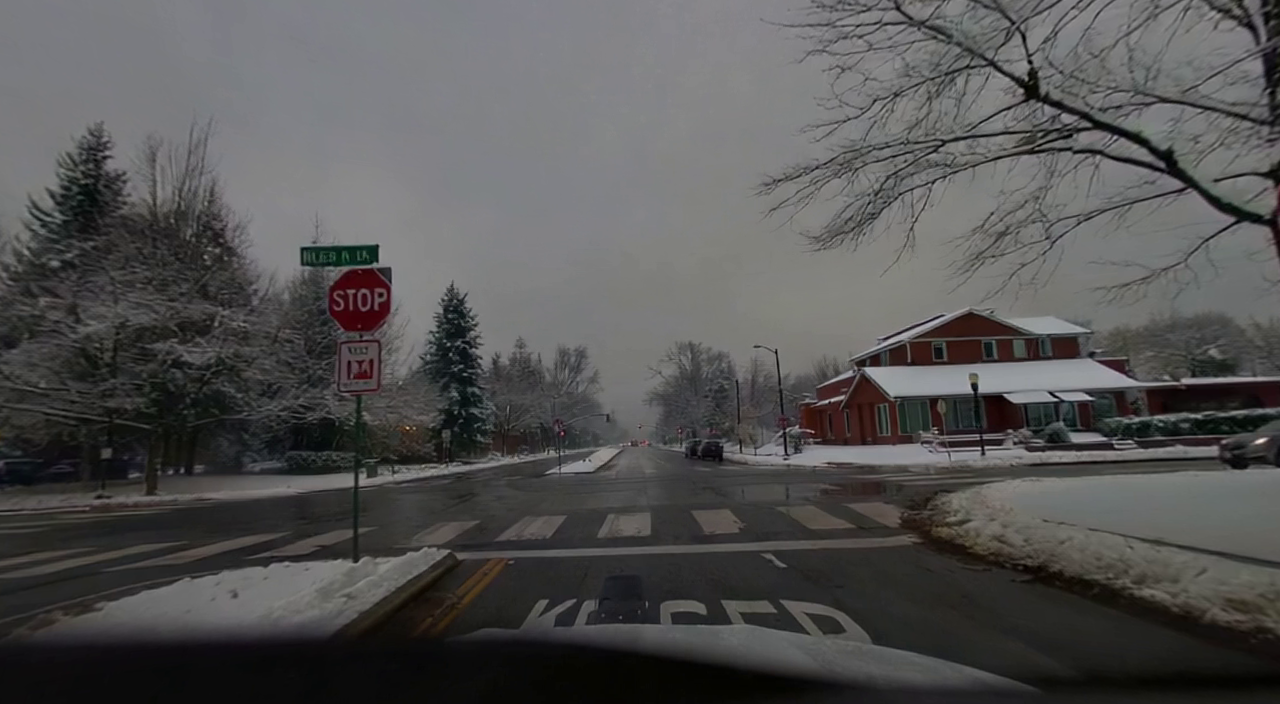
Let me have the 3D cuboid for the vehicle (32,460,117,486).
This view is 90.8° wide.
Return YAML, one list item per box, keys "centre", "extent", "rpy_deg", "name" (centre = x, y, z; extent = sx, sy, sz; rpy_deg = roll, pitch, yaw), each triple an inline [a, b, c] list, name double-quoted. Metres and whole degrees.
- centre: [-37.108, 7.903, 41.619]
  extent: [1.871, 1.523, 4.028]
  rpy_deg: [0, -9, -1]
  name: "vehicle"
